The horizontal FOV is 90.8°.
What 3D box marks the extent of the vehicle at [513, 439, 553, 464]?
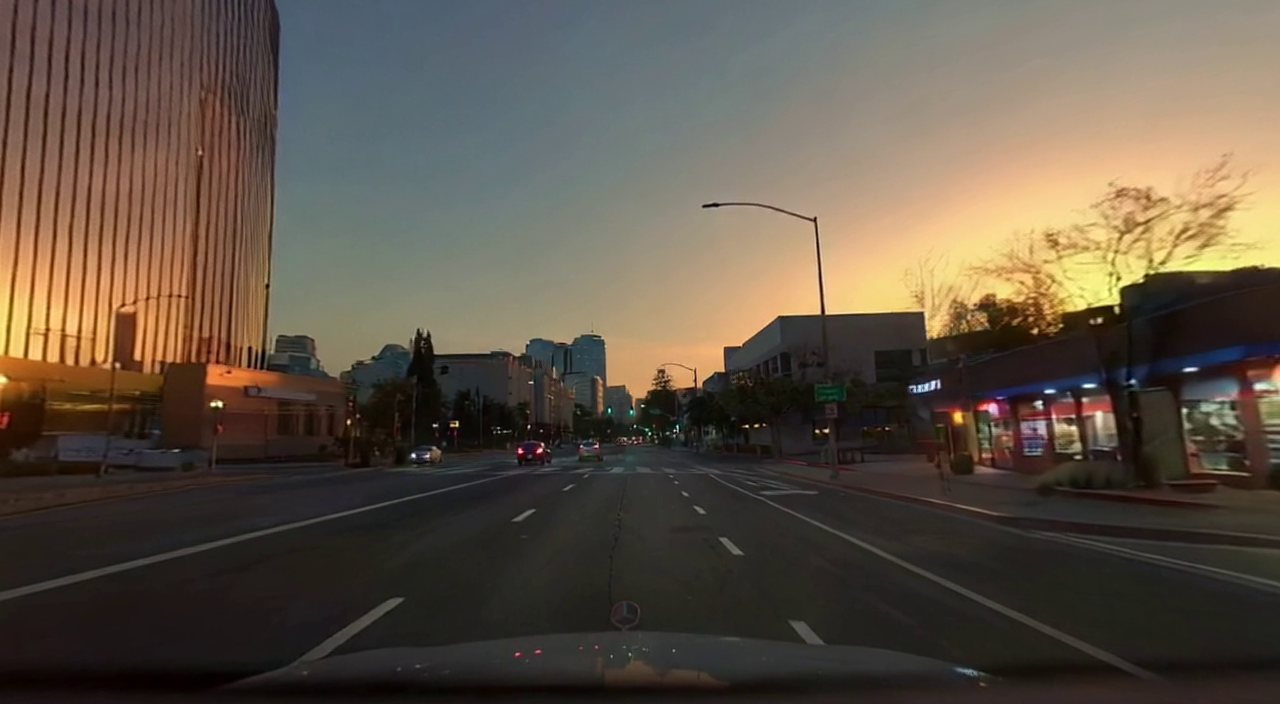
[{"bbox_3d":[-7.202,6.778,43.066,1.909,1.605,4.561,0,-9,0],"label":"vehicle"}]
